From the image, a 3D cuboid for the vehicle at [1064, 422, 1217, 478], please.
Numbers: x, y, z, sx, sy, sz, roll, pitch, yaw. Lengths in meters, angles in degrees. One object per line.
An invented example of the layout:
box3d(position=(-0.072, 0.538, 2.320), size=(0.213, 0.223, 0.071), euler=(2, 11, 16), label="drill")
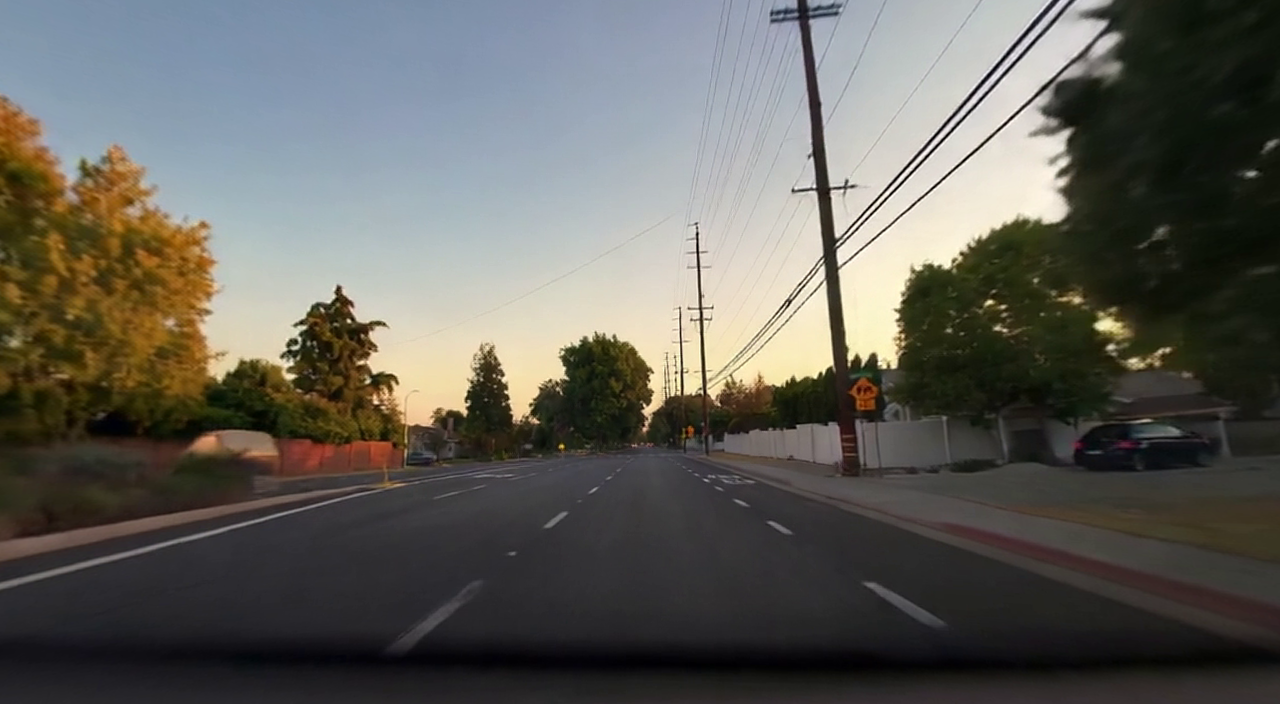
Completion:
box3d(position=(18.427, 3.599, 23.303), size=(4.229, 1.911, 2.134), euler=(2, -8, -13), label="vehicle")
